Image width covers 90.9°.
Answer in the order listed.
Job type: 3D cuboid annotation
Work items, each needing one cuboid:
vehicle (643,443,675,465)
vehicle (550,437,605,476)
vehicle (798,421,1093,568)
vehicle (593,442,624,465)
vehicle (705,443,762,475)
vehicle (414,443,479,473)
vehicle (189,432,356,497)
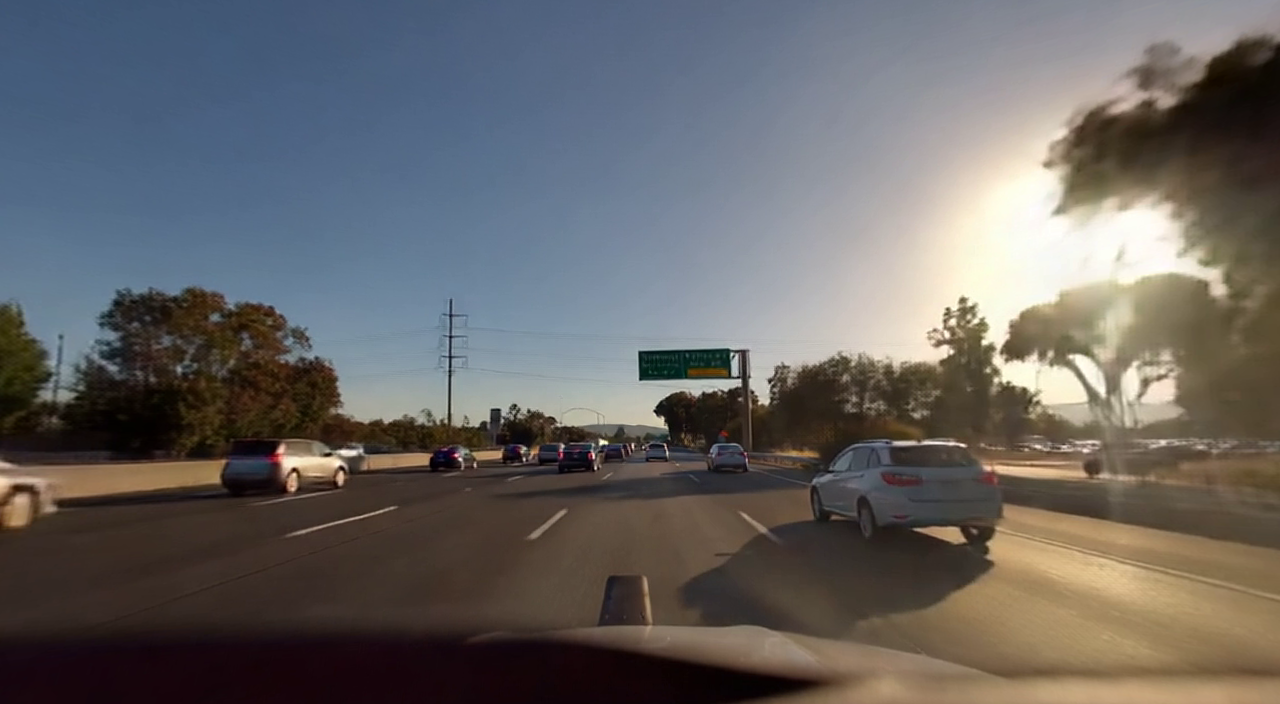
[{"bbox_3d":[1.351,7.530,46.796,2.220,1.575,4.332,0,-8,0],"label":"vehicle"},{"bbox_3d":[-2.976,5.098,31.017,2.133,1.775,4.530,0,-8,1],"label":"vehicle"},{"bbox_3d":[3.880,1.870,9.100,2.036,1.580,4.360,0,-8,0],"label":"vehicle"},{"bbox_3d":[-2.371,7.795,48.622,2.133,1.668,4.505,0,-8,1],"label":"vehicle"},{"bbox_3d":[4.506,5.228,31.116,2.022,1.472,4.678,0,-8,-1],"label":"vehicle"},{"bbox_3d":[-10.398,5.714,34.266,1.926,1.479,4.688,0,-8,1],"label":"vehicle"},{"bbox_3d":[-10.710,3.306,18.901,2.137,1.690,4.630,0,-8,1],"label":"vehicle"}]
